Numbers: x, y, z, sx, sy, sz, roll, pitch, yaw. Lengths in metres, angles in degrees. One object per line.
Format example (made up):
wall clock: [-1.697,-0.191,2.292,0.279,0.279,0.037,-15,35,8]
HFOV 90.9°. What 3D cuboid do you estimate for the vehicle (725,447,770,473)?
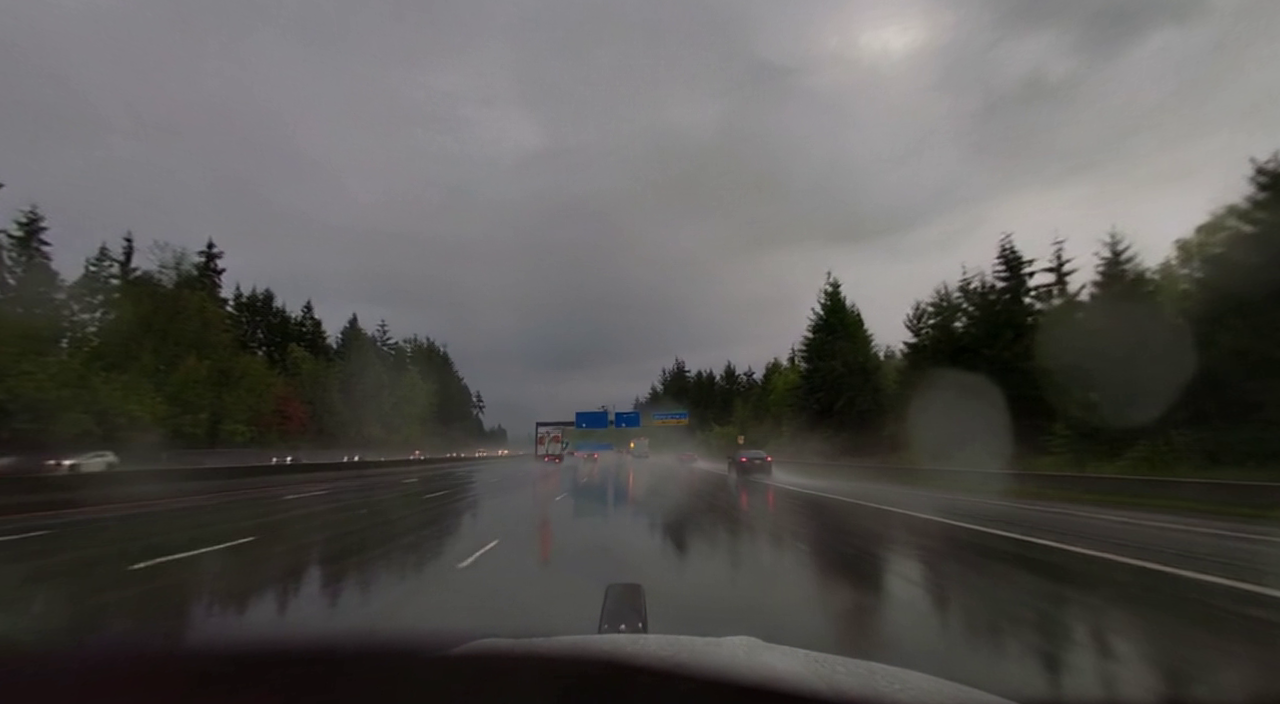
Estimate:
vehicle: [6.893,7.009,40.958,1.989,1.591,4.348,0,-9,-2]
